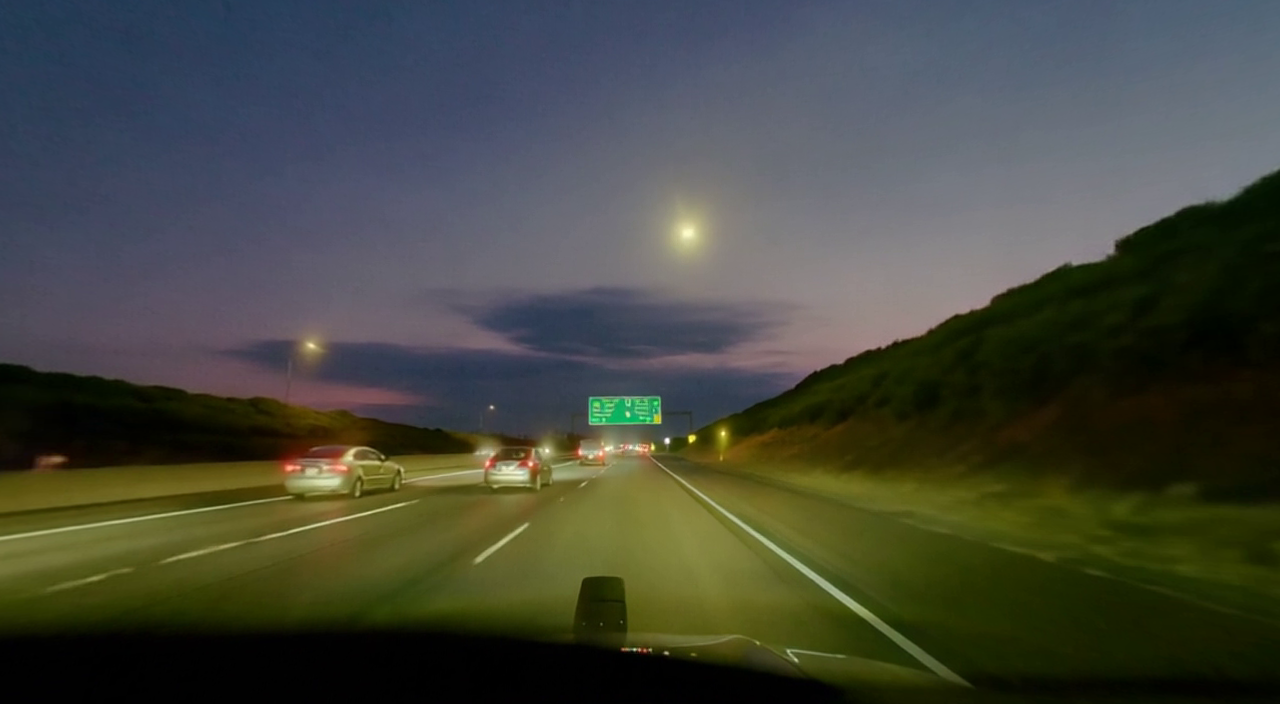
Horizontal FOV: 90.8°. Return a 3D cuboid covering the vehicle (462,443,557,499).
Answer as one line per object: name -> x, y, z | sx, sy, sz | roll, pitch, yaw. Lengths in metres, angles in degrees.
vehicle -> -3.668, 3.424, 18.450 | 1.924, 1.436, 3.915 | 0, -9, 0

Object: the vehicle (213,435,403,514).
vehicle -> -7.437, 2.774, 14.750 | 2.091, 1.558, 4.220 | 0, -9, 0
